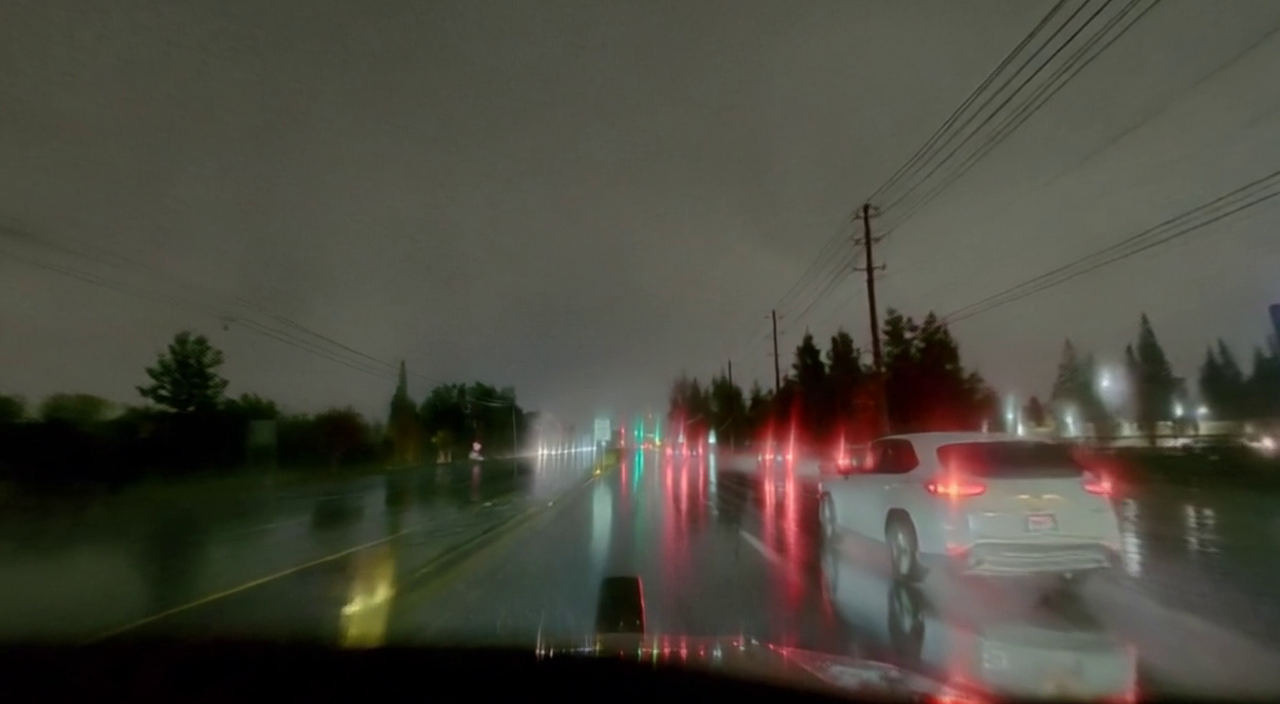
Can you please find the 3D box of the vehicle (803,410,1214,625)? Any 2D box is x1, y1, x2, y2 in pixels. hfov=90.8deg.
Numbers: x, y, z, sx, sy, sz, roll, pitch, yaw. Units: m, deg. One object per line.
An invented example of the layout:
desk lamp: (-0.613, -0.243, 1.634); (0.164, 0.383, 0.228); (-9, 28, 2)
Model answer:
vehicle: (3.424, 1.597, 7.057); (2.078, 1.668, 4.078); (0, -8, 0)

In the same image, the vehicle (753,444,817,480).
vehicle: (6.523, 4.976, 28.855); (1.882, 1.476, 4.344); (0, -8, 0)
